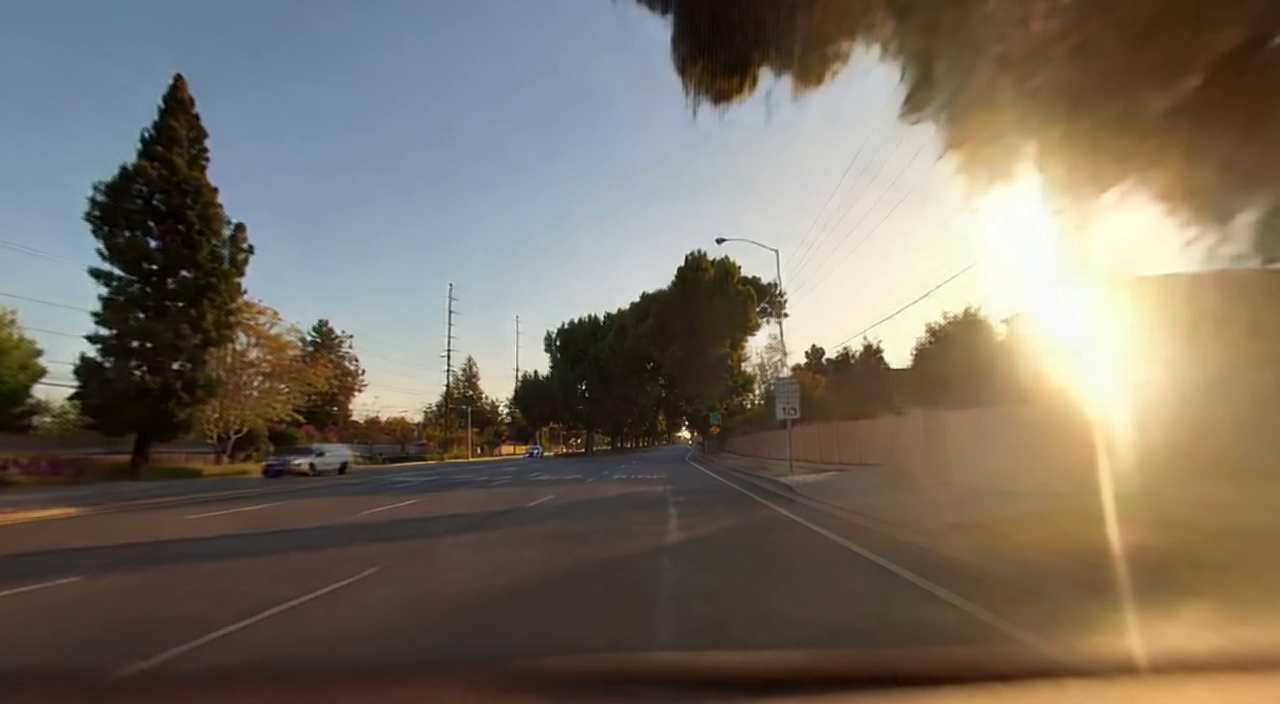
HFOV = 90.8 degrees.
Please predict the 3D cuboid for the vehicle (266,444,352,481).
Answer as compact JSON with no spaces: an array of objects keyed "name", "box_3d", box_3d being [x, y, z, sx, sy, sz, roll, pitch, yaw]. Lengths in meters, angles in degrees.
[{"name":"vehicle","box_3d":[-16.202,5.394,31.189,1.925,1.649,4.009,0,-8,3]}]
